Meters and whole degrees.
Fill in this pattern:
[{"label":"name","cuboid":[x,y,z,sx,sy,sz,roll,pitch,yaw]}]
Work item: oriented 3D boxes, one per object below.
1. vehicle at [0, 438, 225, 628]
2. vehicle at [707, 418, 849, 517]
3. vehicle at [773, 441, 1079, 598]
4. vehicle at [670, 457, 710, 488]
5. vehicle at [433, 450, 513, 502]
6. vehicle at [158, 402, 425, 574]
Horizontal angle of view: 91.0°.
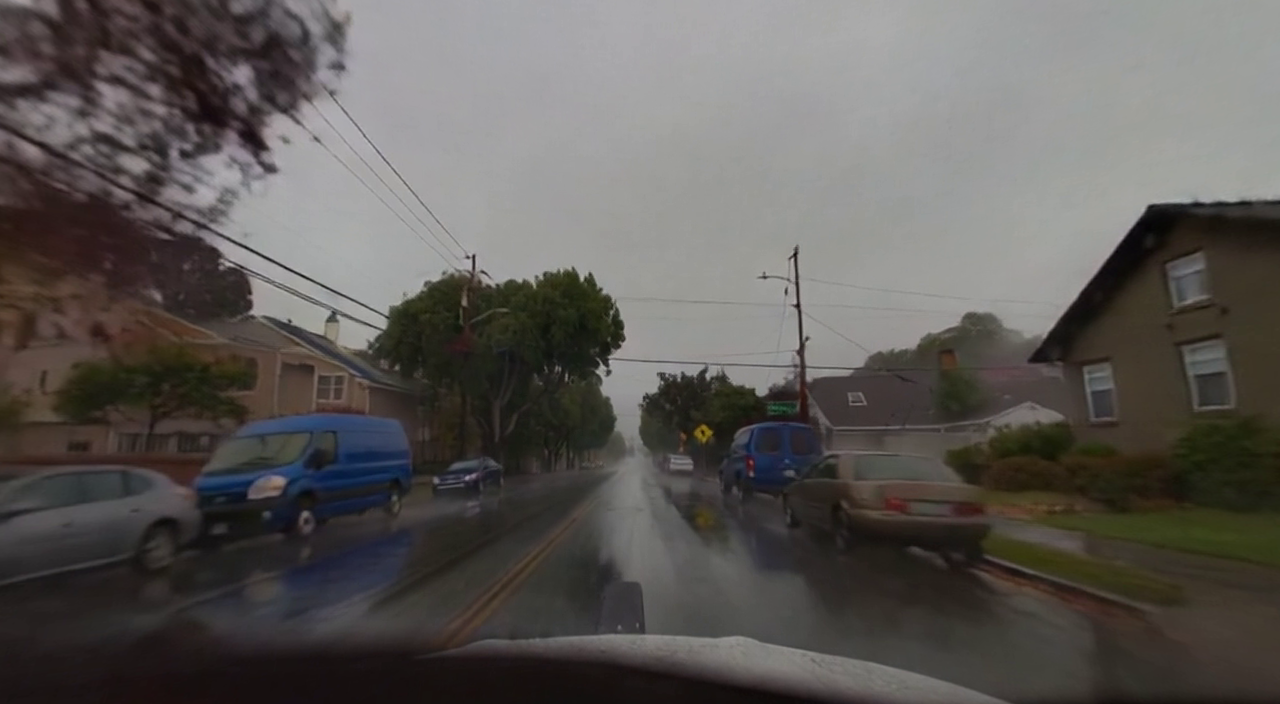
[{"label":"vehicle","cuboid":[-6.835,1.839,6.508,2.027,1.563,4.594,-3,-5,0]},{"label":"vehicle","cuboid":[3.008,2.672,15.042,2.145,1.935,5.054,0,-9,-1]},{"label":"vehicle","cuboid":[3.157,1.900,8.151,1.796,1.449,4.373,0,-8,-2]},{"label":"vehicle","cuboid":[2.932,7.195,37.960,2.010,1.661,4.615,0,-9,-1]},{"label":"vehicle","cuboid":[-6.822,5.067,26.274,2.057,1.632,4.730,0,-5,0]},{"label":"vehicle","cuboid":[-6.877,2.512,13.542,2.508,2.712,5.809,-2,-4,0]}]
